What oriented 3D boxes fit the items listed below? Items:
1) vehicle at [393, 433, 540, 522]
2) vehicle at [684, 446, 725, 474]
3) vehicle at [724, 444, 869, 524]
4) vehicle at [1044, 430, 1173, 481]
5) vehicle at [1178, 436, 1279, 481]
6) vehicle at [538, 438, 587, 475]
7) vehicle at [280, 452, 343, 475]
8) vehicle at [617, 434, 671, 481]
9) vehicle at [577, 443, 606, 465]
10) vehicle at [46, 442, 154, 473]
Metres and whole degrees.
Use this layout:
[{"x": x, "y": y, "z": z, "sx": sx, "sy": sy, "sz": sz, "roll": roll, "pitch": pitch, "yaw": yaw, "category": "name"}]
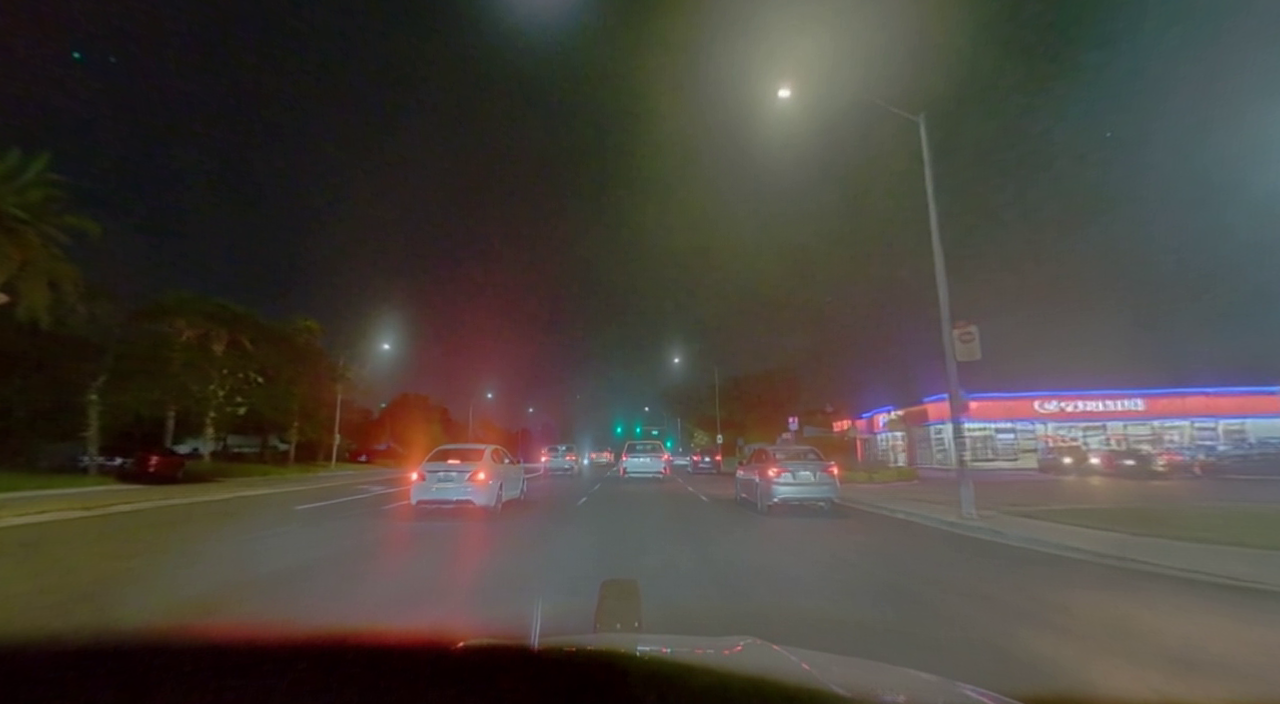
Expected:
[{"x": -3.320, "y": 2.463, "z": 12.933, "sx": 1.864, "sy": 1.505, "sz": 4.202, "roll": 0, "pitch": -8, "yaw": -1, "category": "vehicle"}, {"x": 3.631, "y": 6.164, "z": 36.033, "sx": 1.880, "sy": 1.476, "sz": 3.932, "roll": 0, "pitch": -8, "yaw": -1, "category": "vehicle"}, {"x": 3.266, "y": 2.830, "z": 14.224, "sx": 1.977, "sy": 1.480, "sz": 4.589, "roll": 0, "pitch": -8, "yaw": -2, "category": "vehicle"}, {"x": 18.535, "y": 4.093, "z": 25.218, "sx": 1.905, "sy": 1.833, "sz": 4.347, "roll": 0, "pitch": -8, "yaw": 3, "category": "vehicle"}, {"x": 24.406, "y": 4.226, "z": 25.188, "sx": 1.688, "sy": 1.650, "sz": 4.500, "roll": 0, "pitch": -8, "yaw": 0, "category": "vehicle"}, {"x": -3.821, "y": 5.239, "z": 31.763, "sx": 1.932, "sy": 1.695, "sz": 4.235, "roll": 0, "pitch": -8, "yaw": 0, "category": "vehicle"}, {"x": -22.569, "y": 7.649, "z": 43.480, "sx": 1.827, "sy": 1.441, "sz": 4.660, "roll": 0, "pitch": -8, "yaw": 0, "category": "vehicle"}, {"x": 0.107, "y": 4.562, "z": 27.430, "sx": 2.164, "sy": 1.867, "sz": 4.254, "roll": 0, "pitch": -8, "yaw": -1, "category": "vehicle"}, {"x": -3.703, "y": 7.873, "z": 48.776, "sx": 1.871, "sy": 1.673, "sz": 3.920, "roll": 0, "pitch": -8, "yaw": 1, "category": "vehicle"}, {"x": -30.138, "y": 5.882, "z": 35.246, "sx": 4.123, "sy": 1.648, "sz": 2.053, "roll": 0, "pitch": -8, "yaw": 1, "category": "vehicle"}]
